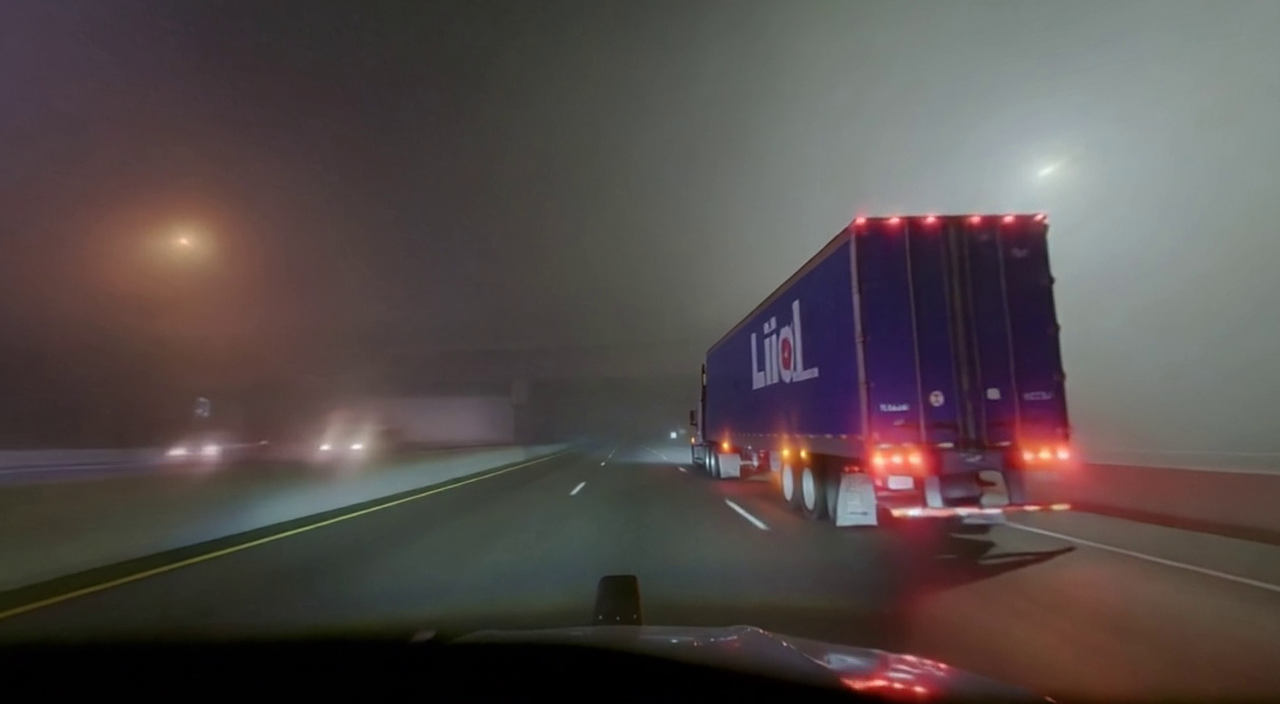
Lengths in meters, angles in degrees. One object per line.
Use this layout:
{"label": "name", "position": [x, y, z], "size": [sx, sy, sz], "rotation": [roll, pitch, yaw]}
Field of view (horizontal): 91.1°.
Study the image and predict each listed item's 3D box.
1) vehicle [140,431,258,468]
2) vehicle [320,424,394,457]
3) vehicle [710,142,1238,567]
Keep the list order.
{"label": "vehicle", "position": [-19.254, 4.259, 27.746], "size": [1.891, 1.495, 4.650], "rotation": [0, -8, -1]}
{"label": "vehicle", "position": [-15.457, 4.863, 34.597], "size": [1.915, 1.657, 4.532], "rotation": [0, -8, 1]}
{"label": "vehicle", "position": [3.987, 0.912, 13.457], "size": [3.034, 4.194, 14.704], "rotation": [0, -8, -1]}
